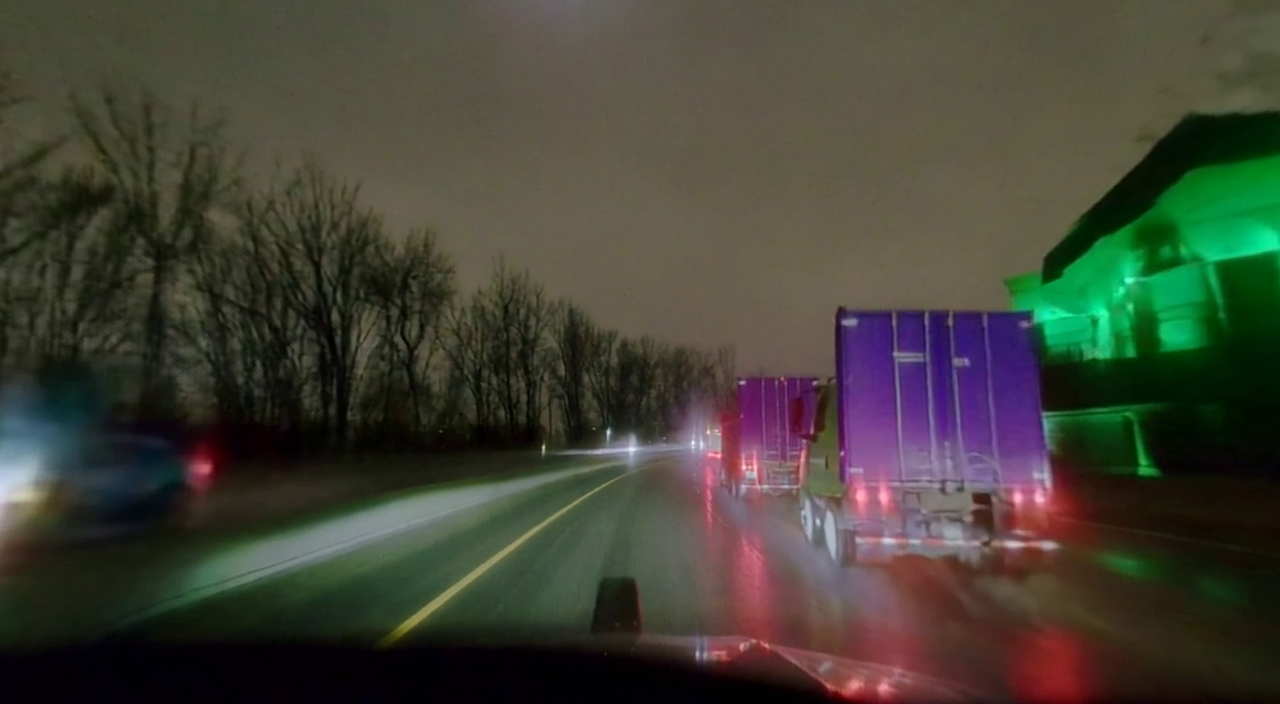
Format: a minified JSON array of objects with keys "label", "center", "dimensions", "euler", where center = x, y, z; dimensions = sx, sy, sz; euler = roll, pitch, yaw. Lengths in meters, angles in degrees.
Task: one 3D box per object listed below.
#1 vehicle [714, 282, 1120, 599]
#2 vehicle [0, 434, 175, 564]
[{"label":"vehicle","center":[3.914,2.038,14.301],"dimensions":[2.916,3.563,14.462],"euler":[0,-9,1]},{"label":"vehicle","center":[-8.638,1.821,7.876],"dimensions":[1.962,1.539,4.572],"euler":[-1,-9,2]}]
